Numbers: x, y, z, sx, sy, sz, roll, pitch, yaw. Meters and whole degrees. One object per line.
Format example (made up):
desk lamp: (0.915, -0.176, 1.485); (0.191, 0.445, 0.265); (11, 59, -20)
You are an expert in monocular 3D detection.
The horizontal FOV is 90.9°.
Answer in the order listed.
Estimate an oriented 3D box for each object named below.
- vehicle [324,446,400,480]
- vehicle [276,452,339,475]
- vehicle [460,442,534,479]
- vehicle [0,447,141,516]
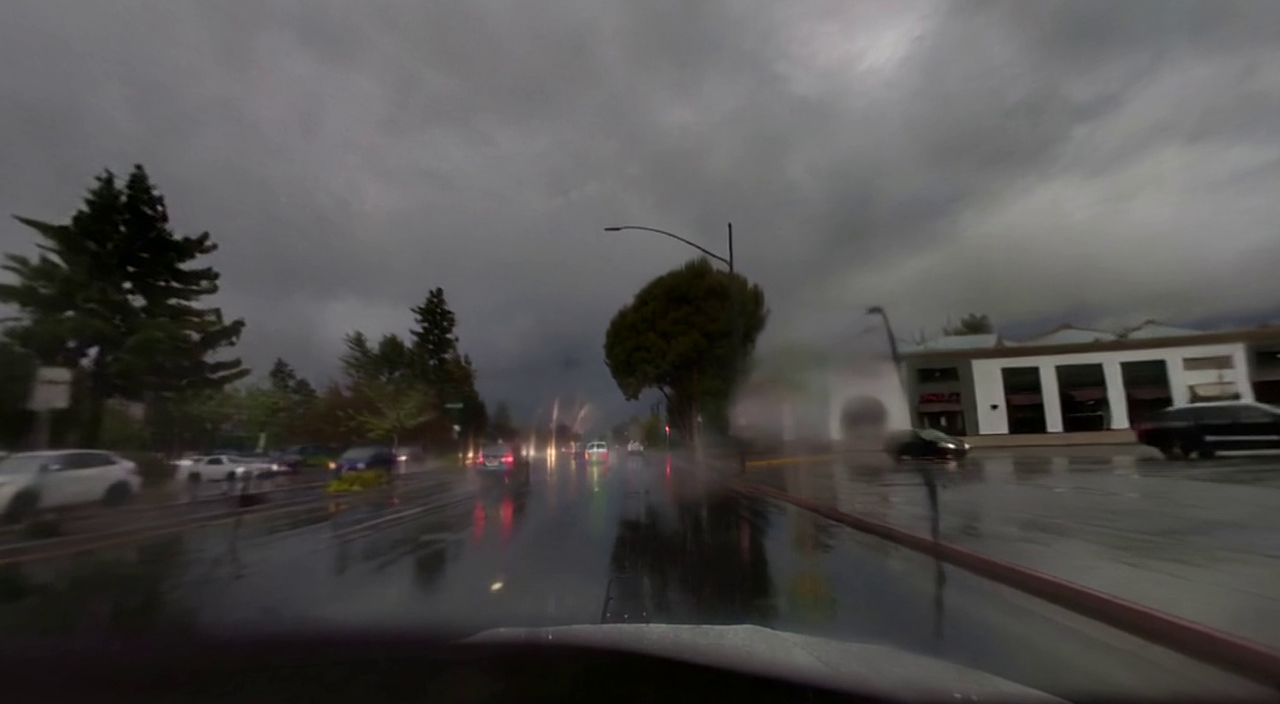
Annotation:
vehicle: (-13.359, 5.322, 30.607); (1.937, 1.526, 4.530); (1, -9, -5)
vehicle: (-26.264, 8.802, 49.804); (4.615, 1.734, 2.073); (-5, -10, 28)
vehicle: (-5.982, 4.578, 26.893); (2.072, 1.427, 4.328); (0, -9, 1)
vehicle: (-17.726, 3.745, 18.764); (2.027, 1.773, 4.501); (0, -9, -1)
